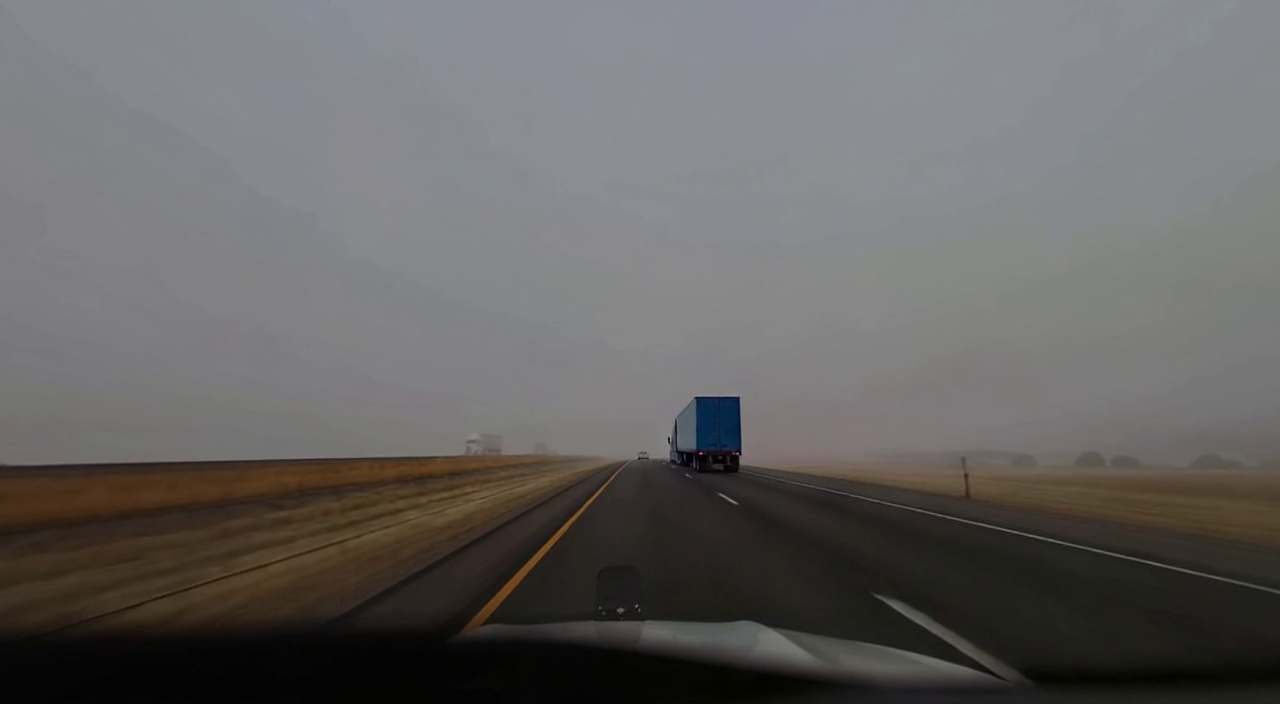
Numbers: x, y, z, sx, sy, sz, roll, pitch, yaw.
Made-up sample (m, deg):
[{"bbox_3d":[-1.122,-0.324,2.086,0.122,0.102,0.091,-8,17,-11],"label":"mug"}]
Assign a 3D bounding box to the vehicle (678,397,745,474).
[{"bbox_3d":[4.309,5.580,41.070,2.818,4.206,12.987,0,-9,0],"label":"vehicle"}]
